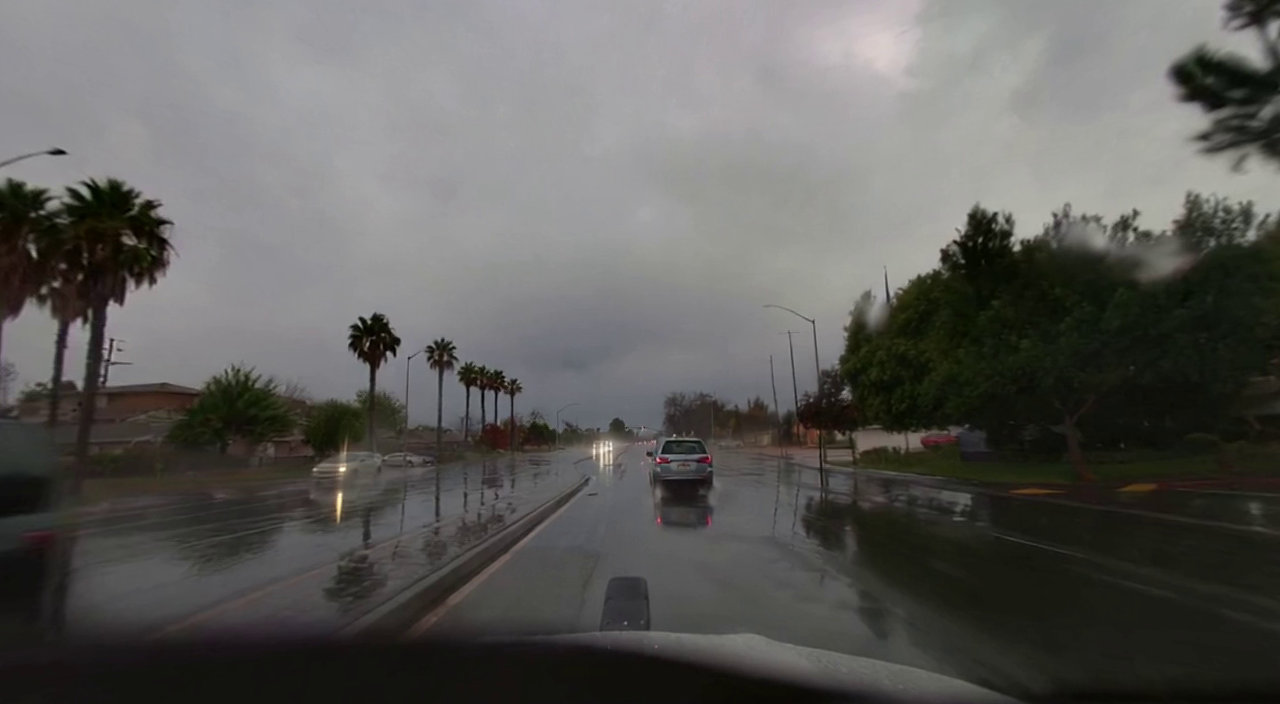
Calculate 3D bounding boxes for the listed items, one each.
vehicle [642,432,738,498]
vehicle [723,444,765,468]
[{"bbox_3d":[1.291,3.229,18.400,2.289,1.679,4.180,0,-9,-2],"label":"vehicle"},{"bbox_3d":[6.728,6.792,41.254,1.897,1.477,4.360,0,-9,-1],"label":"vehicle"}]
